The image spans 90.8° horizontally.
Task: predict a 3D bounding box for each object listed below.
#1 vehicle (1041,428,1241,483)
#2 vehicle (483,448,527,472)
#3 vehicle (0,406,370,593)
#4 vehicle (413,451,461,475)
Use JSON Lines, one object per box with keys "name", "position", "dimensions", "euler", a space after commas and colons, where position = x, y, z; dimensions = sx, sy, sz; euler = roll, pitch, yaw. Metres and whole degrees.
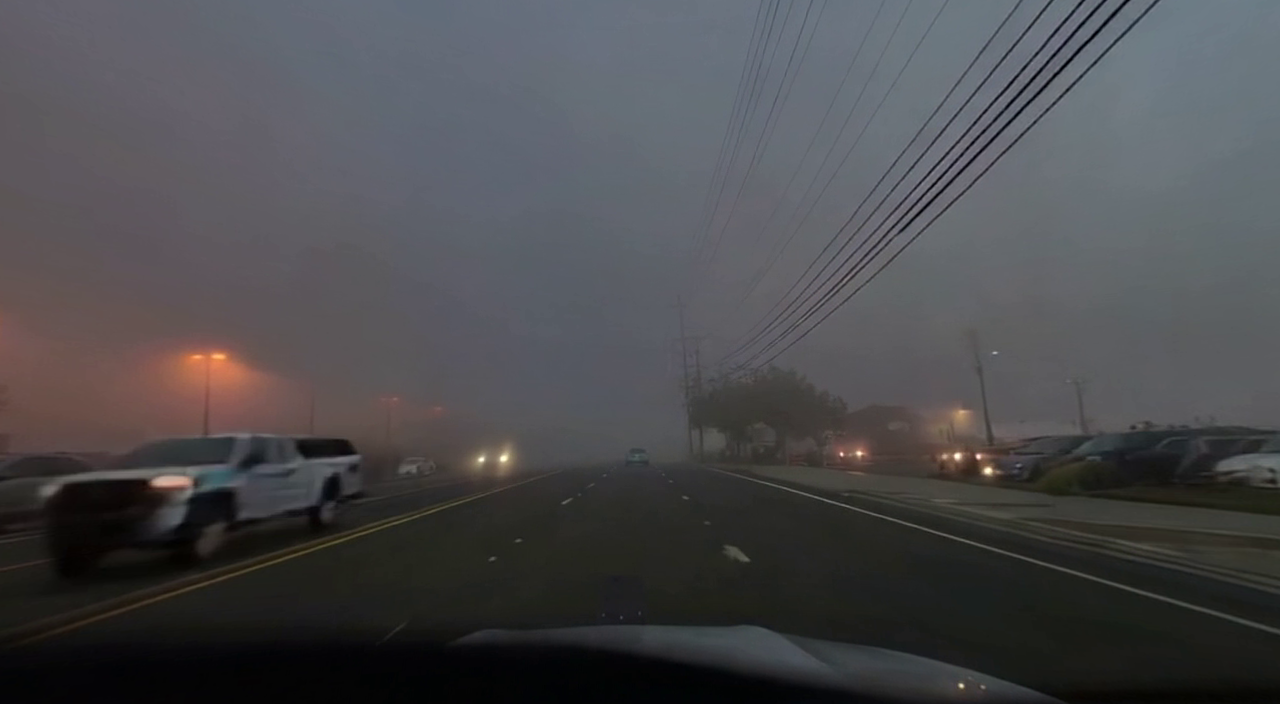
{"name": "vehicle", "position": [14.827, 3.046, 18.899], "dimensions": [4.300, 1.431, 1.937], "euler": [-2, -7, 0]}
{"name": "vehicle", "position": [-9.151, 7.347, 43.263], "dimensions": [1.988, 1.472, 4.633], "euler": [0, -8, 1]}
{"name": "vehicle", "position": [-6.042, 1.818, 8.797], "dimensions": [2.180, 1.805, 5.170], "euler": [0, -8, 1]}
{"name": "vehicle", "position": [-14.825, 8.105, 46.412], "dimensions": [1.954, 1.519, 5.051], "euler": [-1, -8, -1]}
